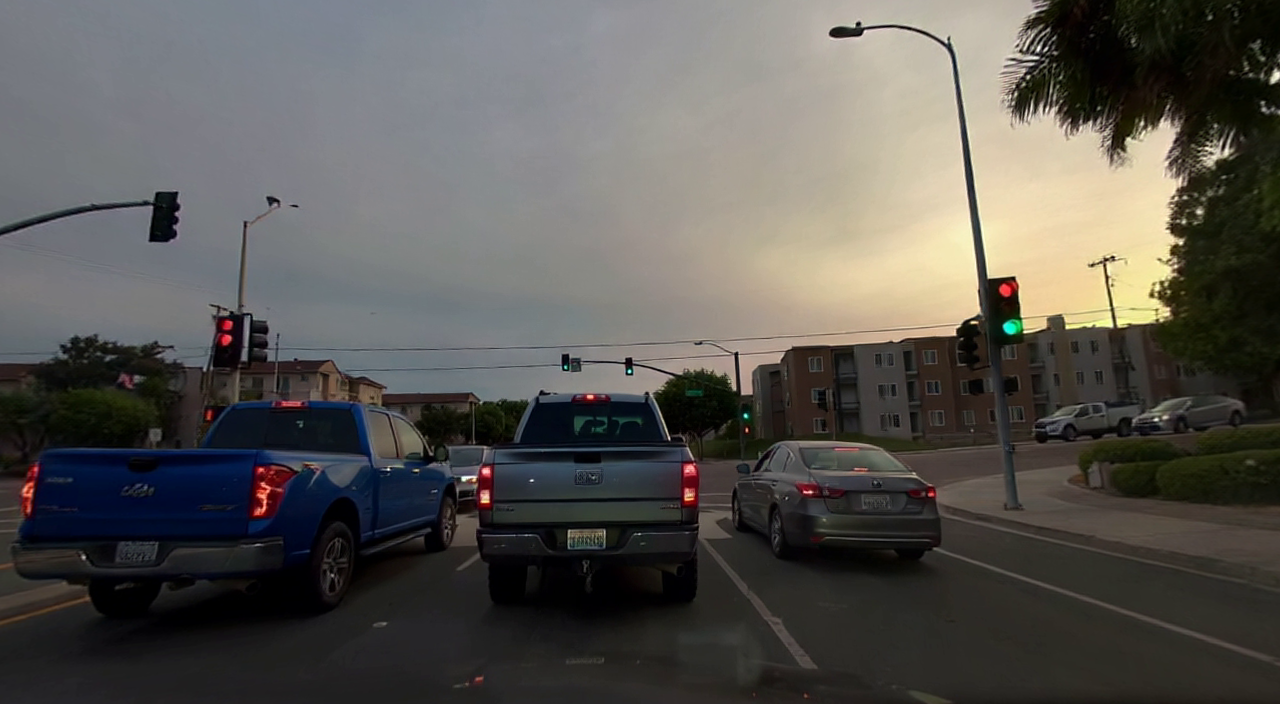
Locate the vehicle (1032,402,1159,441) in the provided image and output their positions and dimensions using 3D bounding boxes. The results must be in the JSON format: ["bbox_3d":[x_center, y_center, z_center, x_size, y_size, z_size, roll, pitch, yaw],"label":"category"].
[{"bbox_3d":[23.297,3.603,32.472,4.721,1.866,2.188,0,-9,2],"label":"vehicle"}]

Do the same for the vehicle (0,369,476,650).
[{"bbox_3d":[-3.458,1.408,6.784,2.146,1.828,5.148,0,-9,-2],"label":"vehicle"}]

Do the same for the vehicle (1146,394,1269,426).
[{"bbox_3d":[29.267,3.034,32.688,4.540,1.543,1.803,0,-9,1],"label":"vehicle"}]

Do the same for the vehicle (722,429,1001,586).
[{"bbox_3d":[2.411,1.819,8.286,2.016,1.481,4.336,0,-9,-1],"label":"vehicle"}]

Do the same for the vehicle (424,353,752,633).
[{"bbox_3d":[-0.395,1.309,6.733,2.282,1.964,4.421,0,-9,-1],"label":"vehicle"}]
